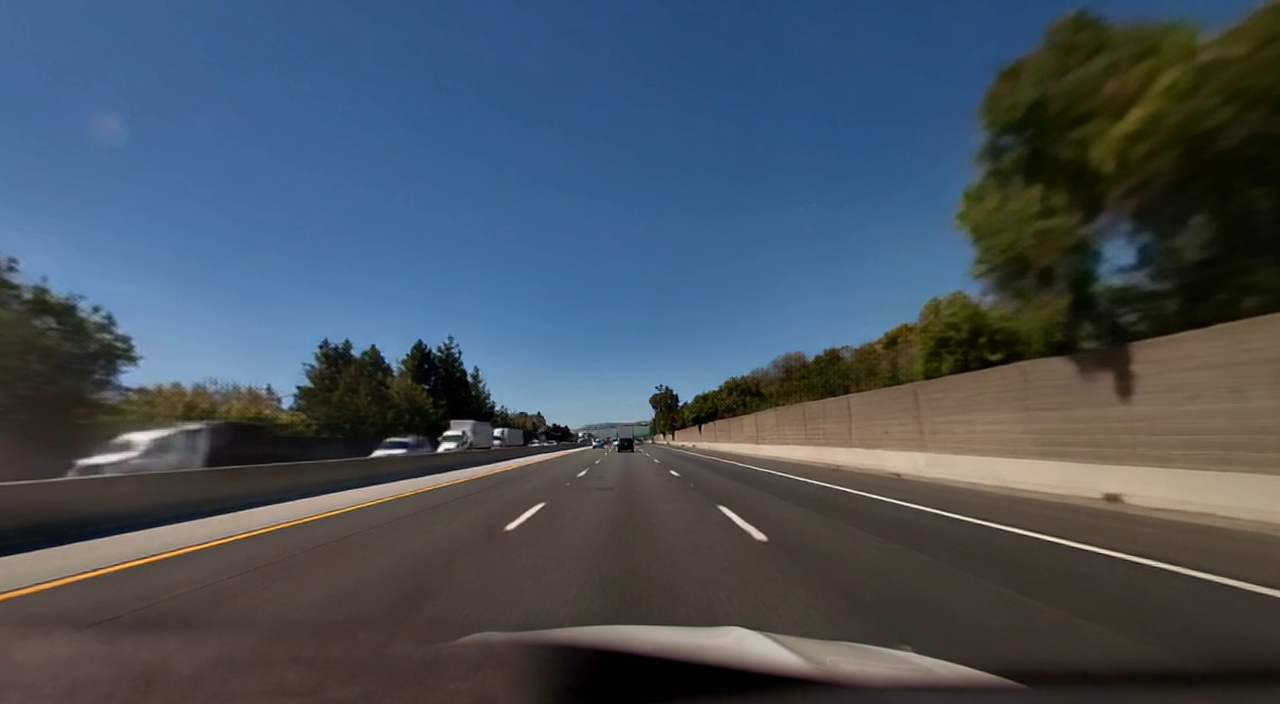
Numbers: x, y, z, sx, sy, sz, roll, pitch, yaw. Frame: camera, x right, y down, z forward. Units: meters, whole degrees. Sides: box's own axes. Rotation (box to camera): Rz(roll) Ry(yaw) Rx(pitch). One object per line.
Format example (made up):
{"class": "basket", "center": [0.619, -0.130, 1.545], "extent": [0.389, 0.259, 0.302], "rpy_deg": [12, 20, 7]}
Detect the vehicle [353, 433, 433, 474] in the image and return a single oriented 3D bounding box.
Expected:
{"class": "vehicle", "center": [-12.525, 5.151, 32.285], "extent": [2.097, 1.860, 5.080], "rpy_deg": [0, -8, -1]}

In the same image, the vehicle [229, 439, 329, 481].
{"class": "vehicle", "center": [-19.466, 5.832, 34.327], "extent": [2.390, 2.038, 5.581], "rpy_deg": [0, -8, -3]}

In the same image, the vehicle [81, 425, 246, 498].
{"class": "vehicle", "center": [-19.347, 4.434, 26.073], "extent": [2.196, 2.618, 5.990], "rpy_deg": [0, -8, -1]}
